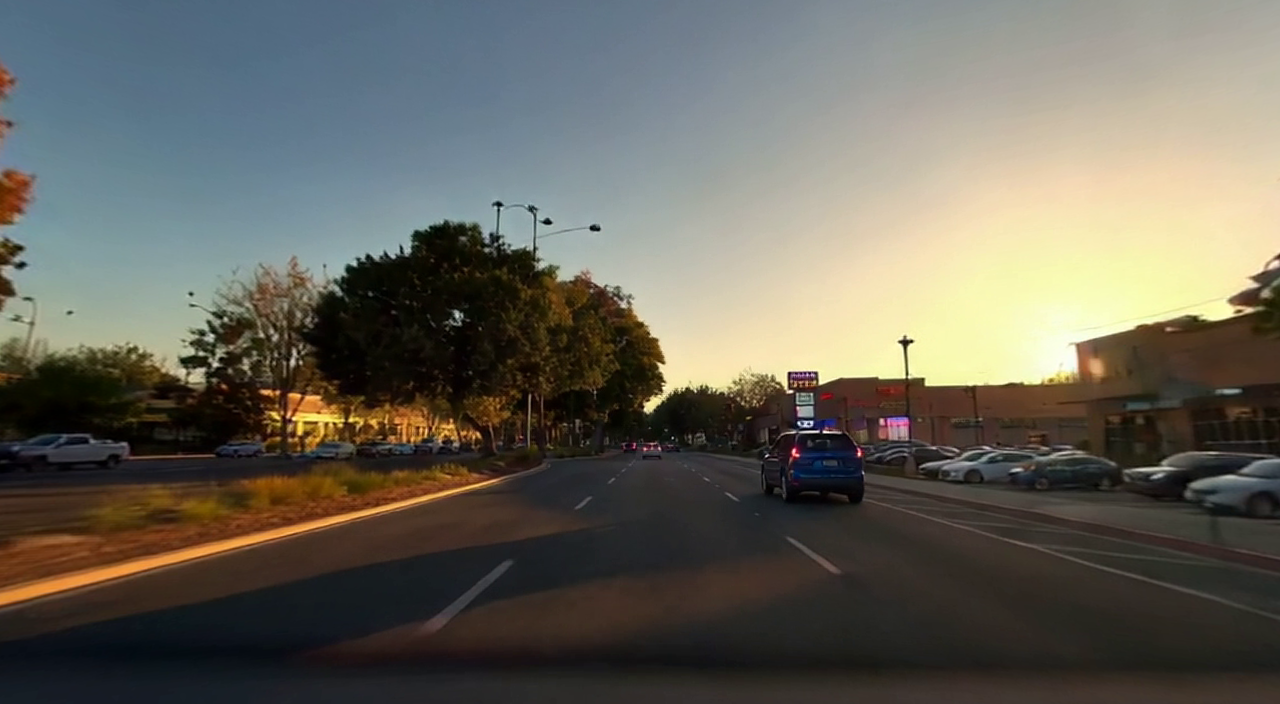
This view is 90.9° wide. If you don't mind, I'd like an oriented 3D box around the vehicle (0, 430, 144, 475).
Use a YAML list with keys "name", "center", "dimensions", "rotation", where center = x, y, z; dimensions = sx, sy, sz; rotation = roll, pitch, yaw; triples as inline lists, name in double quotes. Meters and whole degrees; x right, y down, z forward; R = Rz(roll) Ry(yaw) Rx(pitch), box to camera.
- name: "vehicle"
  center: [-28.318, 4.905, 30.913]
  dimensions: [2.344, 1.946, 6.771]
  rotation: [-1, -9, 2]

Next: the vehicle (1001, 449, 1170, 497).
- name: "vehicle"
  center: [17.773, 4.833, 25.354]
  dimensions: [5.012, 1.813, 2.291]
  rotation: [0, -8, 0]

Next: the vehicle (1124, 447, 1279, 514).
- name: "vehicle"
  center: [17.769, 3.768, 18.745]
  dimensions: [4.864, 1.838, 2.123]
  rotation: [0, -8, 3]

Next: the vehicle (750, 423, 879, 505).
- name: "vehicle"
  center: [4.210, 2.789, 16.092]
  dimensions: [2.024, 1.773, 4.431]
  rotation: [0, -8, 0]

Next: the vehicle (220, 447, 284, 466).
- name: "vehicle"
  center: [-29.287, 7.859, 47.611]
  dimensions: [3.695, 1.400, 1.658]
  rotation: [0, -8, 1]
